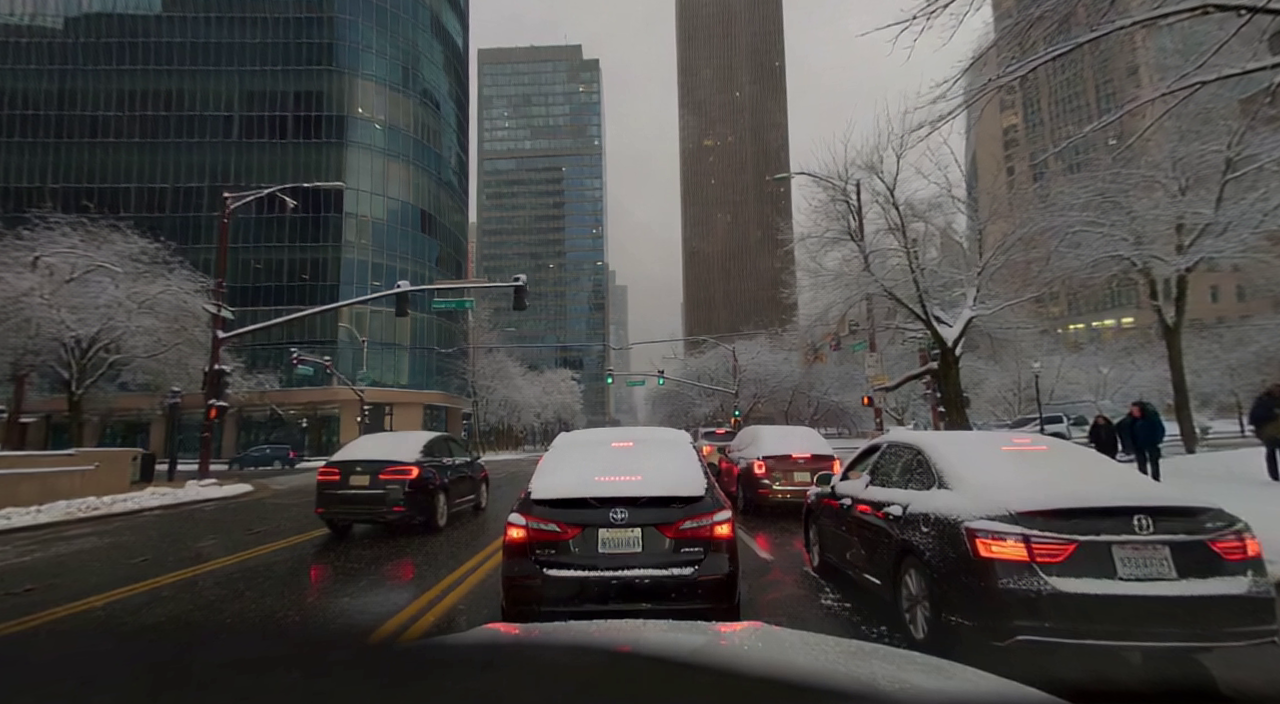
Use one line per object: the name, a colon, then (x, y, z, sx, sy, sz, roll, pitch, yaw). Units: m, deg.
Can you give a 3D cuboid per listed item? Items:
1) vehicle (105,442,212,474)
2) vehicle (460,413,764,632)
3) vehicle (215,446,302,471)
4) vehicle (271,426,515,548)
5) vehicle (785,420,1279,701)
vehicle: (-33.861, 7.457, 44.292, 5.598, 2.130, 2.121, 0, -8, -2)
vehicle: (-0.265, 1.466, 6.406, 2.072, 1.476, 4.078, 0, -8, -2)
vehicle: (-23.318, 6.502, 38.466, 4.140, 1.486, 1.799, 0, -8, 2)
vehicle: (-3.564, 2.028, 10.214, 1.971, 1.496, 4.648, 0, -8, 2)
vehicle: (2.753, 1.409, 5.458, 1.952, 1.464, 4.165, 0, -8, -1)
